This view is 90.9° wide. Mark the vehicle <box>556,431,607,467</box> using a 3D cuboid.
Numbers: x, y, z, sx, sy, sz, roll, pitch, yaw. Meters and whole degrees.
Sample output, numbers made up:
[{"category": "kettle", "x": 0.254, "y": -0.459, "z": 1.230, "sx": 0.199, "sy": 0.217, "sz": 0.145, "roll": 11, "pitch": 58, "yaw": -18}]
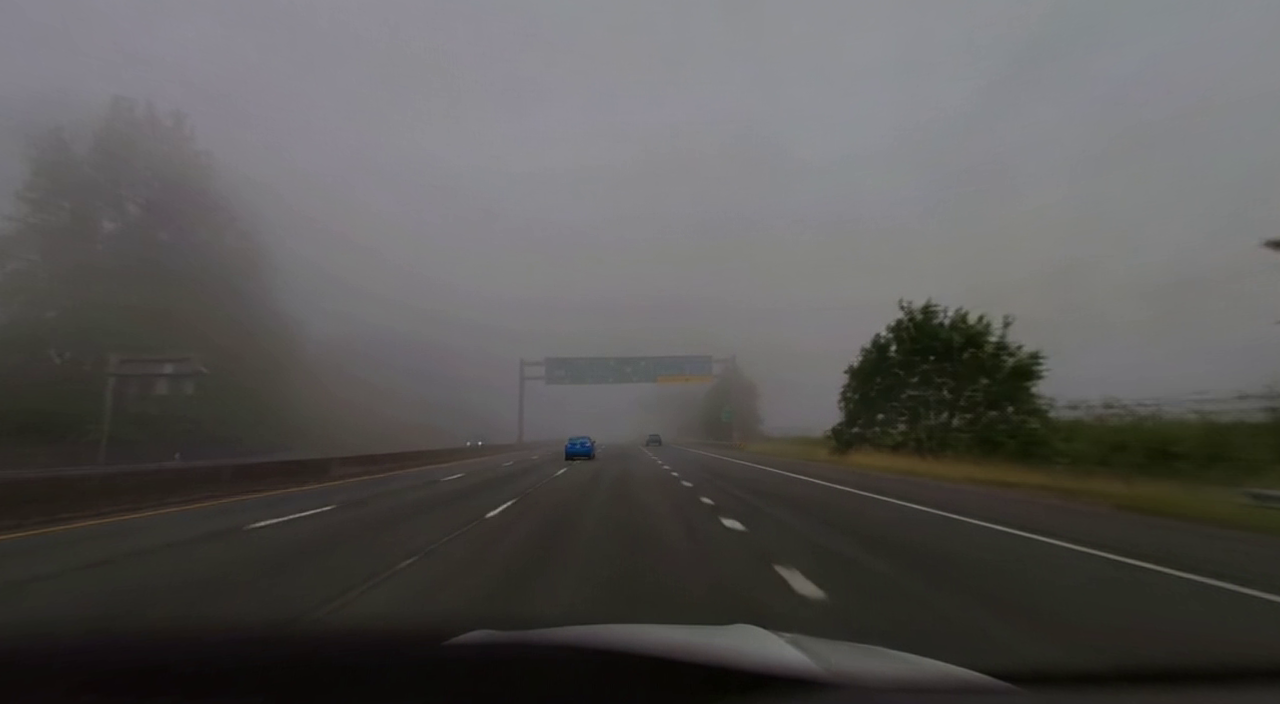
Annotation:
[{"category": "vehicle", "x": -2.564, "y": 4.377, "z": 28.669, "sx": 2.000, "sy": 1.491, "sz": 3.913, "roll": 0, "pitch": -7, "yaw": -1}]
